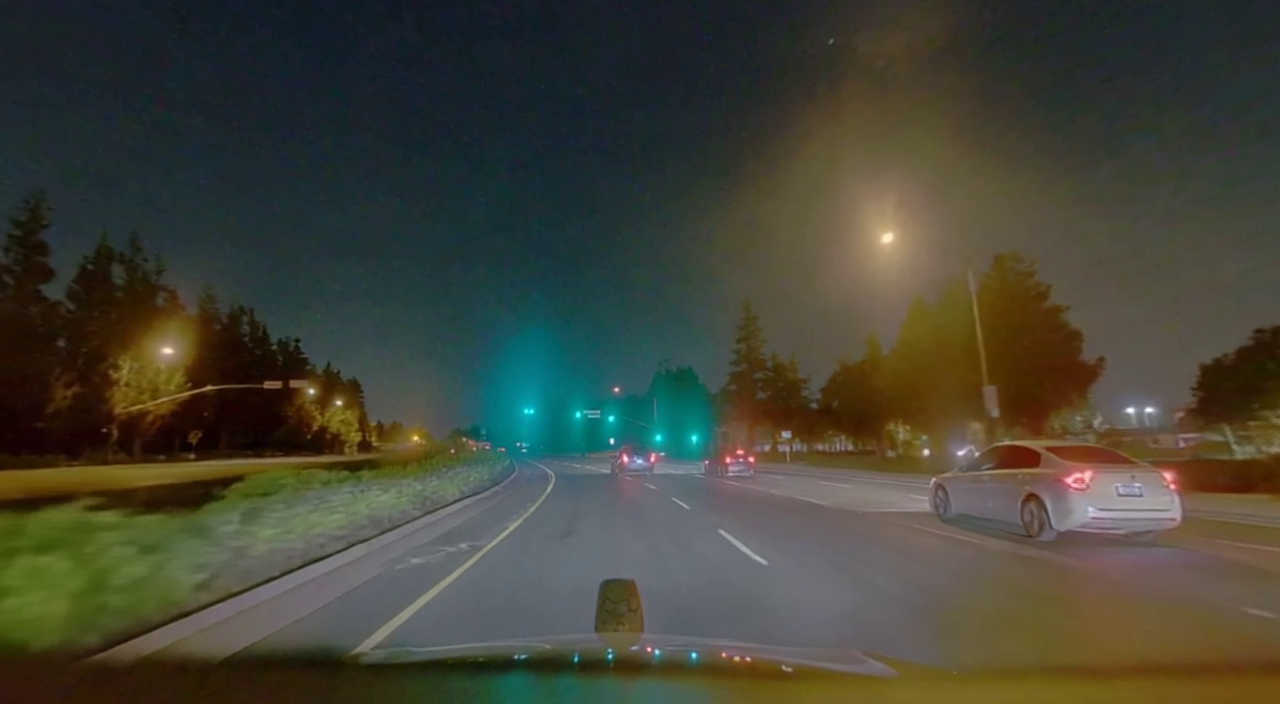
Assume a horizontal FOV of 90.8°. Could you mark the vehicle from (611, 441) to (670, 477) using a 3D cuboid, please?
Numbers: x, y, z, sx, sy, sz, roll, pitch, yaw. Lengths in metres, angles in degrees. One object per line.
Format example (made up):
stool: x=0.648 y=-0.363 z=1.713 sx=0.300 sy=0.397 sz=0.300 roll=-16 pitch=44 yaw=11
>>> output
vehicle: x=-0.068 y=5.284 z=31.573 sx=2.122 sy=1.646 sz=4.525 roll=2 pitch=-8 yaw=-10

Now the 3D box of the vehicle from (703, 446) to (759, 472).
vehicle: x=5.543 y=6.566 z=39.008 sx=1.940 sy=1.460 sz=4.652 roll=2 pitch=-8 yaw=-11

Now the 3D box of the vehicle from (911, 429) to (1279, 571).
vehicle: x=5.813 y=1.883 z=8.896 sx=1.882 sy=1.476 sz=4.344 roll=0 pitch=-8 yaw=-3
